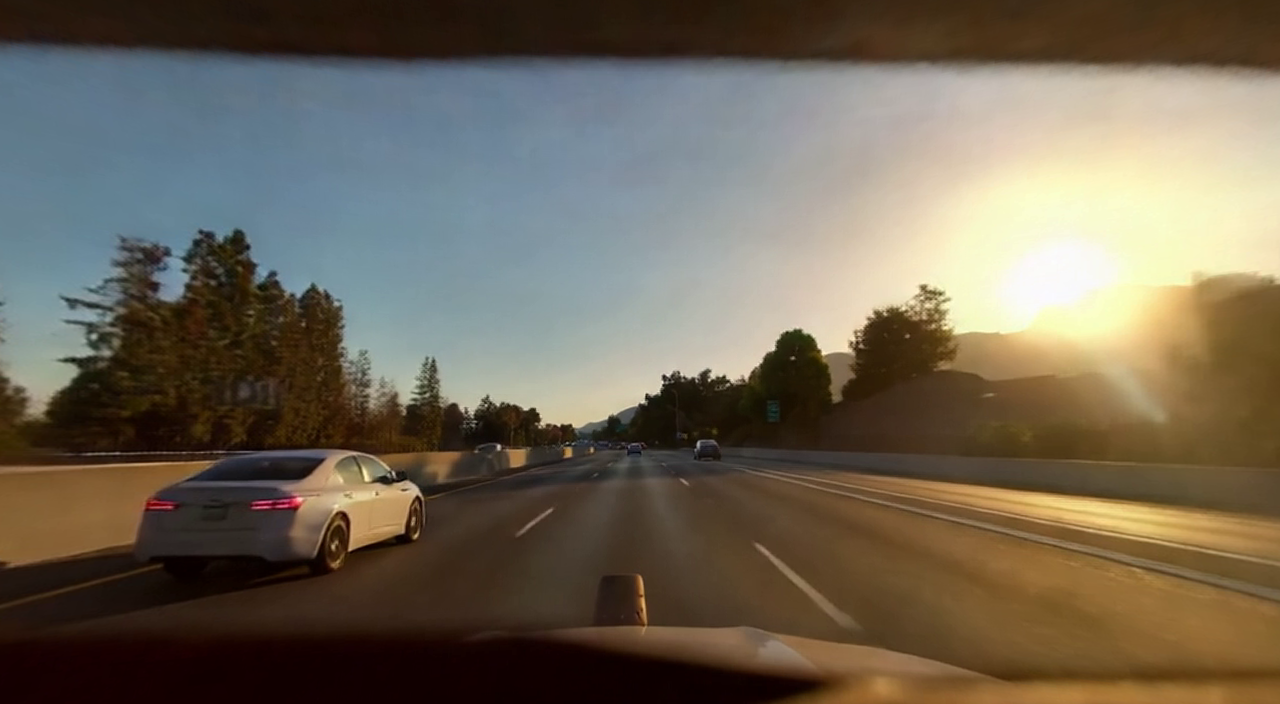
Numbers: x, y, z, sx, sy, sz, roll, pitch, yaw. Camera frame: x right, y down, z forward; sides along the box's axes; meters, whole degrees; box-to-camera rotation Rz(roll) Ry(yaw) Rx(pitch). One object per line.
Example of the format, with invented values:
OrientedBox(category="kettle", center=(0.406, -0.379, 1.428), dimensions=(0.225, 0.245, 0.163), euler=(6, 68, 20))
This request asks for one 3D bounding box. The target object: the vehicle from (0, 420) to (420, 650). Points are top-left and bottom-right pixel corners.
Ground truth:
OrientedBox(category="vehicle", center=(-4.077, 1.571, 6.509), dimensions=(2.050, 1.547, 4.266), euler=(0, -9, 0))
